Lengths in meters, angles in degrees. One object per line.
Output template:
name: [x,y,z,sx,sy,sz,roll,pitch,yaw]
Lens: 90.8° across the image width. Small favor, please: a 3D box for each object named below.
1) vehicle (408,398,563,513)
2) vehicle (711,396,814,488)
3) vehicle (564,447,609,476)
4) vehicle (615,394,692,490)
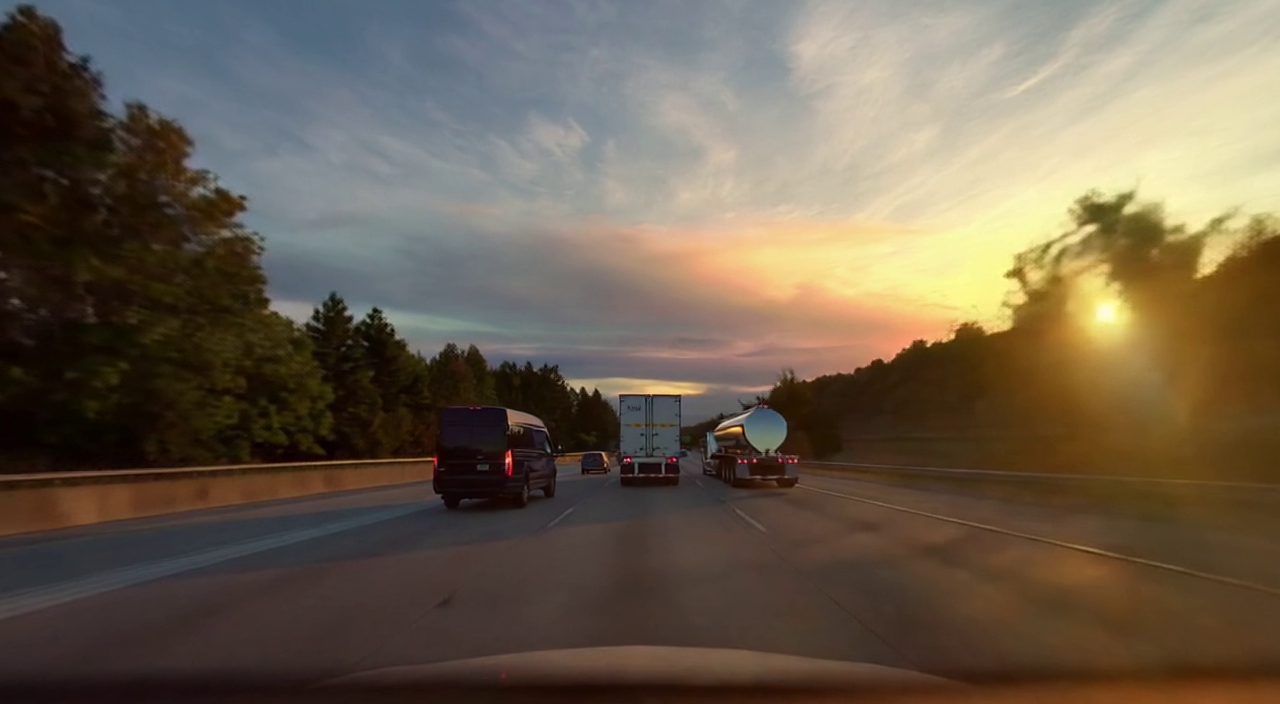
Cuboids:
vehicle: [-3.882,2.827,17.480,2.525,2.572,6.260,0,-9,2]
vehicle: [5.306,4.318,29.821,2.706,3.500,11.483,0,-9,1]
vehicle: [-3.171,6.650,38.480,2.134,1.652,4.439,-1,-9,3]
vehicle: [0.315,4.012,27.646,2.773,3.455,9.118,0,-9,-2]
